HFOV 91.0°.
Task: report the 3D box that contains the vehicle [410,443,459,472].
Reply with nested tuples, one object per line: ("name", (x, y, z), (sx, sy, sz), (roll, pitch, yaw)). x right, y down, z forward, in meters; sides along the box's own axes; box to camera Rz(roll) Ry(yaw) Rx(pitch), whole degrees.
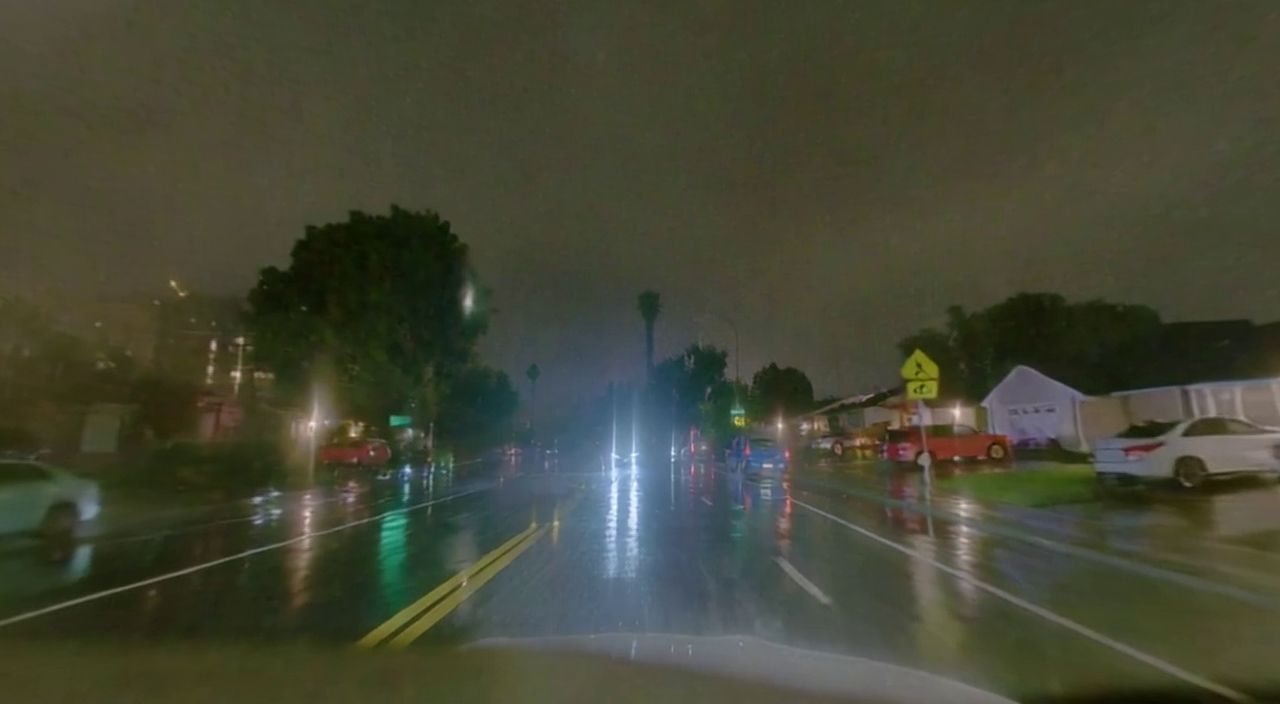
("vehicle", (-13.097, 6.734, 40.375), (2.292, 1.499, 4.661), (-4, -8, -11))

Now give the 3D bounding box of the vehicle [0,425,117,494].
("vehicle", (-18.988, 3.056, 18.581), (5.098, 1.795, 1.979), (4, -11, 0))

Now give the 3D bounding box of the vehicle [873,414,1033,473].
("vehicle", (11.757, 3.466, 23.906), (4.882, 1.766, 2.040), (-4, -9, -4))

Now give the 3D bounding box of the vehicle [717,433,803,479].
("vehicle", (4.980, 4.390, 27.169), (1.954, 1.732, 6.409), (2, -8, -5))

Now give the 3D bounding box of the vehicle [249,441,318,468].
("vehicle", (-20.785, 5.967, 36.918), (1.942, 1.464, 4.537), (1, -9, -8))

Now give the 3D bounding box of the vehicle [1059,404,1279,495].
("vehicle", (12.661, 2.193, 14.640), (4.357, 1.792, 2.244), (-1, -7, -10))
